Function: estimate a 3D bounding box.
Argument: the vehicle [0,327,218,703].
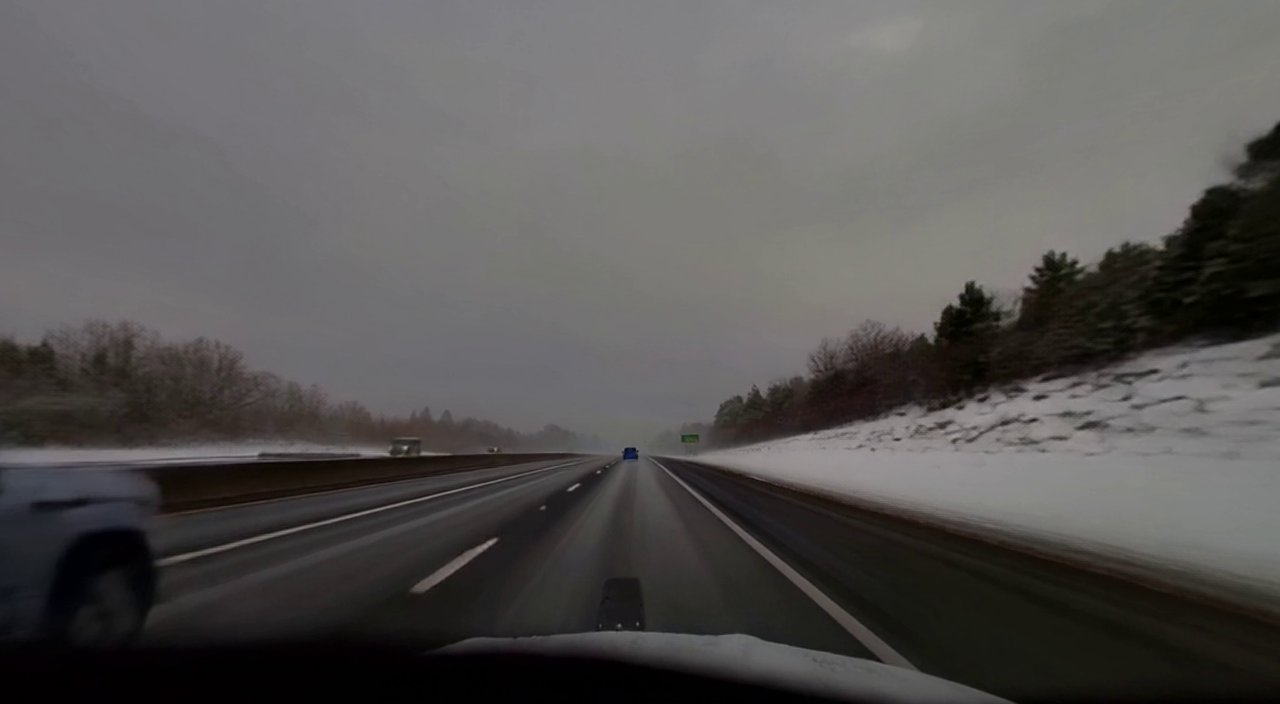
[{"bbox_3d":[-3.754,0.642,1.585,1.942,1.828,4.868,0,-9,1],"label":"vehicle"}]
